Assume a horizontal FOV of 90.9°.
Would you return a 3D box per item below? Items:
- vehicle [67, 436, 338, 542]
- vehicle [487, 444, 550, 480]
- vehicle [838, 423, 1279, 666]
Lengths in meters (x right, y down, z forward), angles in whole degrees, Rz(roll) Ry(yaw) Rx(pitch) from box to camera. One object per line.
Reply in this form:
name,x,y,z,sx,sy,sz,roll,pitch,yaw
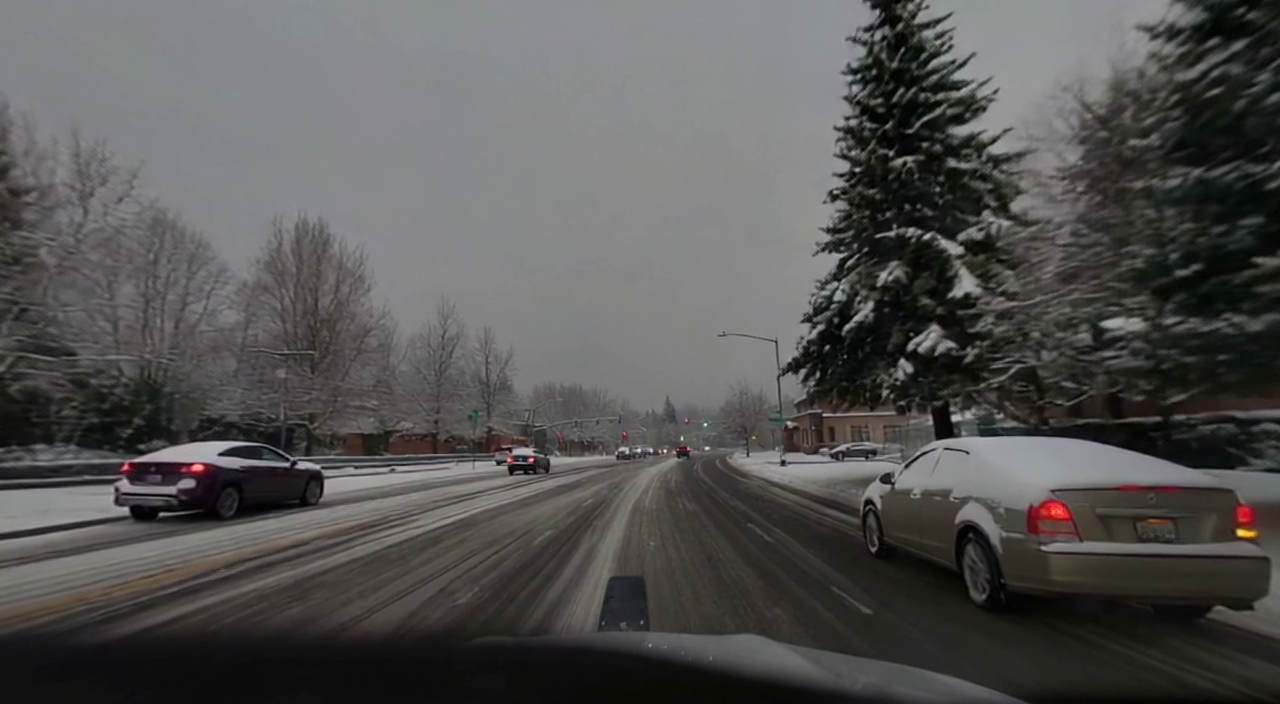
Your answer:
vehicle,-7.615,2.411,11.700,1.951,1.554,4.444,0,-9,-2
vehicle,-5.826,5.340,30.788,1.988,1.597,4.404,-1,-9,3
vehicle,3.716,1.580,6.341,2.003,1.494,4.705,0,-9,1
